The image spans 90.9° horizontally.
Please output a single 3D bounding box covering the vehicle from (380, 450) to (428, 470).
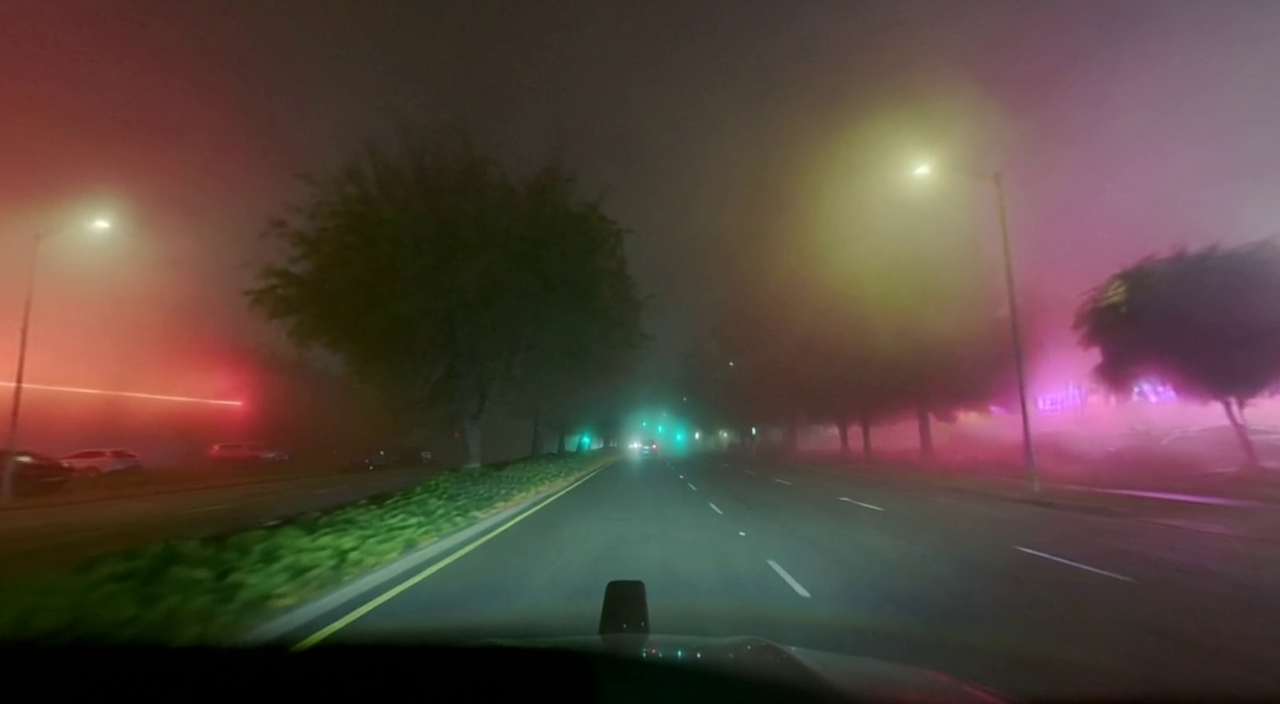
[{"bbox_3d":[-18.497,8.469,49.563,1.916,1.454,4.628,0,-8,1],"label":"vehicle"}]

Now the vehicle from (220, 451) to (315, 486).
[{"bbox_3d":[-18.762,5.854,32.056,1.964,1.618,4.622,0,-8,1],"label":"vehicle"}]

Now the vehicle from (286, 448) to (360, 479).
[{"bbox_3d":[-18.882,6.632,37.867,1.939,1.698,4.778,0,-8,0],"label":"vehicle"}]

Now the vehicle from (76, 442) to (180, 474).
[{"bbox_3d":[-27.390,5.677,33.823,3.882,1.599,1.725,1,-9,-4],"label":"vehicle"}]

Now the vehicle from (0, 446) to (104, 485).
[{"bbox_3d":[-26.442,4.886,27.334,4.460,1.578,2.024,0,-8,1],"label":"vehicle"}]
